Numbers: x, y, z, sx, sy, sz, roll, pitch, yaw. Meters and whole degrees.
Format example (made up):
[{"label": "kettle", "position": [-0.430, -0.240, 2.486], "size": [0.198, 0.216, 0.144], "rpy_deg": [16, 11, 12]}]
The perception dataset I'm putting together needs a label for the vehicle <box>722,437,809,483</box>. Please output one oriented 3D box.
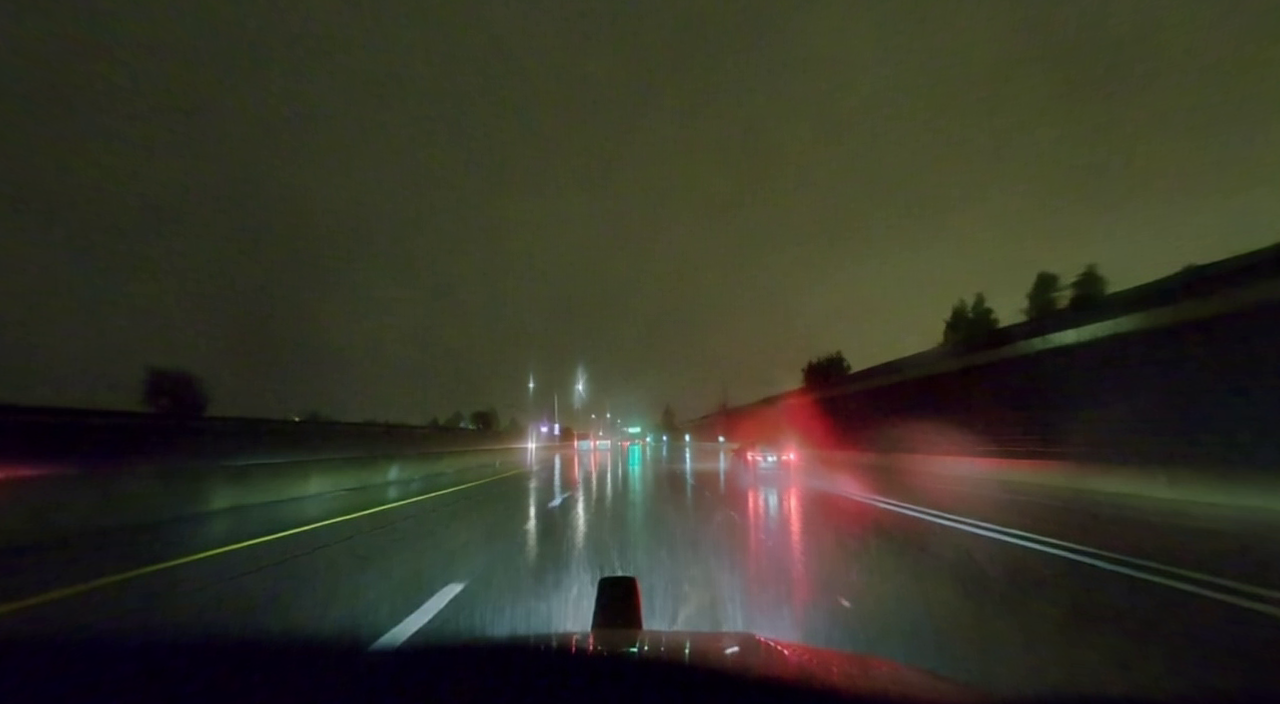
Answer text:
[{"label": "vehicle", "position": [4.299, 3.790, 22.459], "size": [2.060, 1.485, 4.274], "rpy_deg": [0, -9, -2]}]
